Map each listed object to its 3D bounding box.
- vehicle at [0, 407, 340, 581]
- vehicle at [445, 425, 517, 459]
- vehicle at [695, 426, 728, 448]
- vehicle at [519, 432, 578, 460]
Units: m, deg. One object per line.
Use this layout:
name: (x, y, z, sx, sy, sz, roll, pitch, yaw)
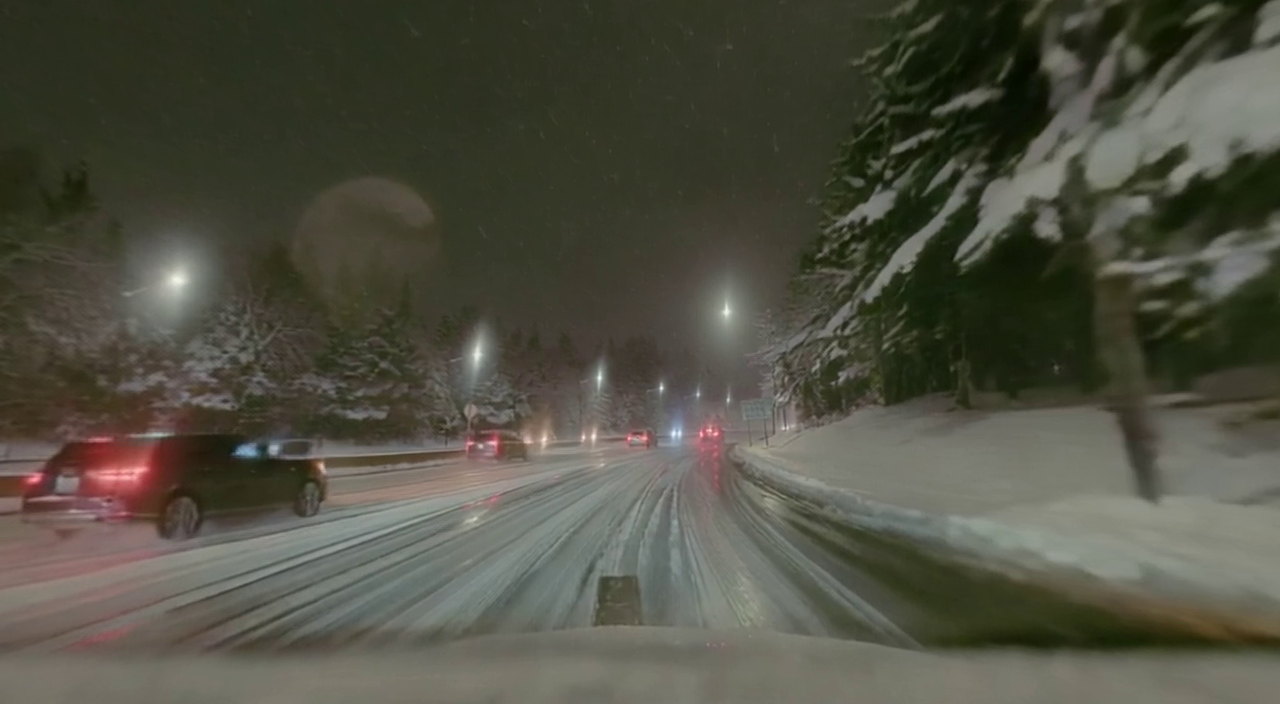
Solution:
vehicle: (-6.468, 1.704, 8.498, 2.082, 1.638, 4.644, -2, -8, 8)
vehicle: (-8.934, 5.128, 35.904, 2.089, 1.736, 4.662, -2, -8, 12)
vehicle: (5.629, 6.716, 49.555, 2.012, 1.622, 4.166, -2, -9, 13)
vehicle: (-5.032, 5.233, 35.351, 1.860, 1.442, 4.332, -2, -8, 12)
